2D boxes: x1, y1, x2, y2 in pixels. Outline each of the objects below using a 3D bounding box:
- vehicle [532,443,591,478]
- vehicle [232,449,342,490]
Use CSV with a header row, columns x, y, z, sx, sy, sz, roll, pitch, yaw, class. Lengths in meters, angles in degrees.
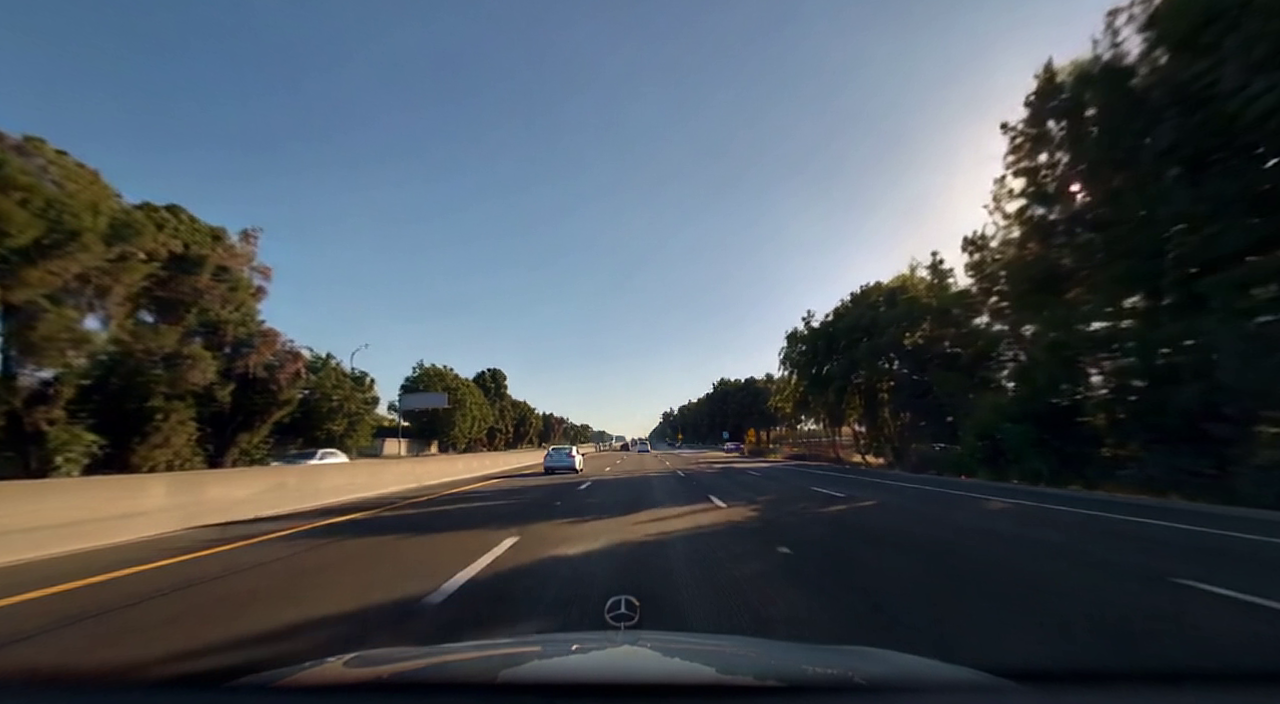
x,y,z,sx,sy,sz,roll,pitch,yaw,class
-3.599,5.081,29.789,2.162,1.493,4.583,0,-9,1,vehicle
-14.444,4.803,26.139,1.924,1.527,4.473,0,-9,1,vehicle
